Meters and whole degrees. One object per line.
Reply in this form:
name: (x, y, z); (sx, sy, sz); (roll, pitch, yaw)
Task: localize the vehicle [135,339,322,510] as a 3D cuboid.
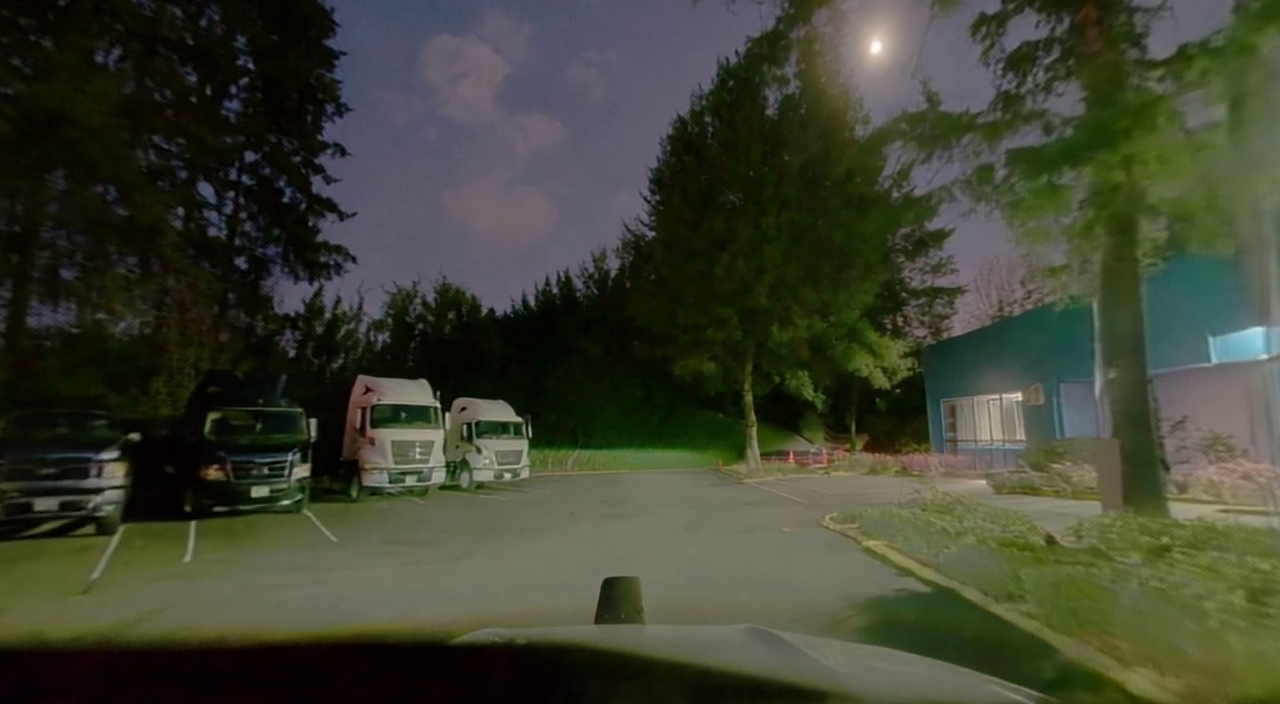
vehicle: (-13.257, 2.445, 19.596); (3.038, 3.871, 11.512); (7, -12, -40)

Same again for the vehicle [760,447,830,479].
vehicle: (7.927, 5.605, 32.127); (3.473, 1.506, 1.809); (8, -12, -44)

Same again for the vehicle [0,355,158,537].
vehicle: (-12.741, 2.083, 13.846); (2.674, 3.007, 7.819); (7, -12, -40)

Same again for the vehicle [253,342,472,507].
vehicle: (-9.829, 2.623, 21.051); (2.948, 4.069, 11.906); (8, -12, -41)
